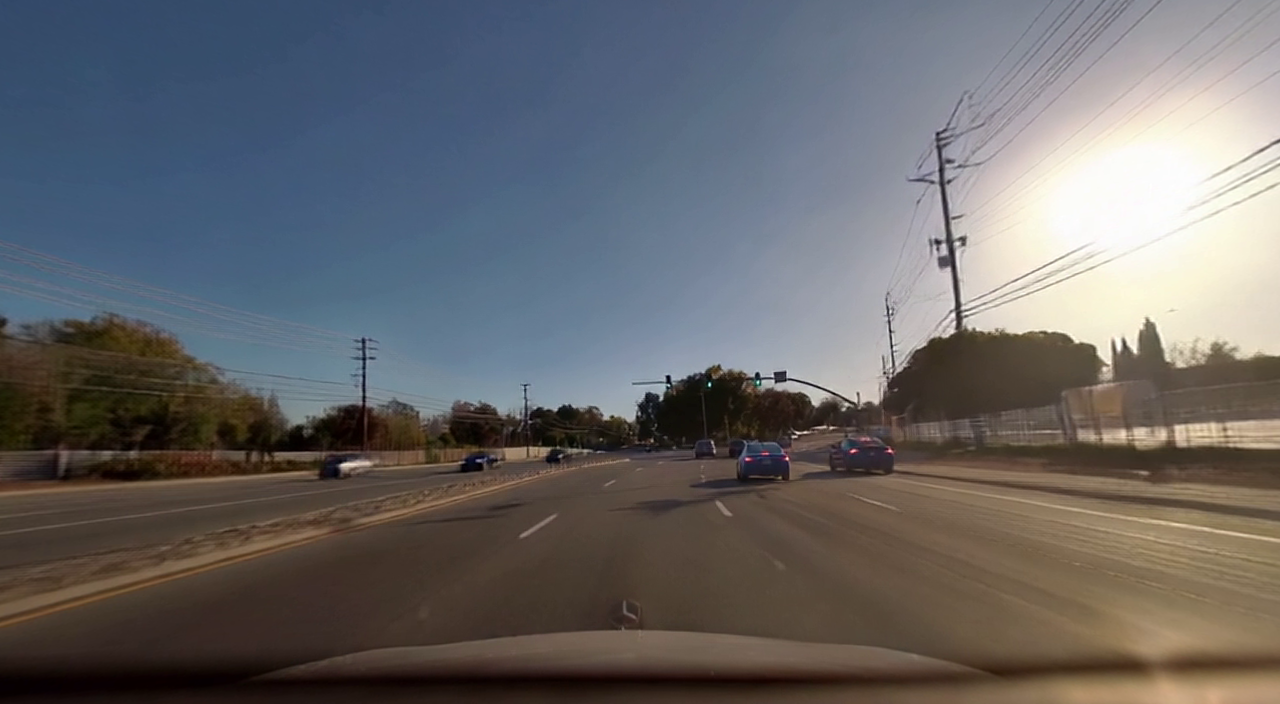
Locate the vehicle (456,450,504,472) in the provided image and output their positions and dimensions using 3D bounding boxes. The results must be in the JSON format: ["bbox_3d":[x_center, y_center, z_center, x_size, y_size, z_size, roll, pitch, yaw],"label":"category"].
[{"bbox_3d":[-11.816,8.042,46.960,1.847,1.478,4.746,-1,-9,7],"label":"vehicle"}]

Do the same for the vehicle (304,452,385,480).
[{"bbox_3d":[-16.809,6.493,36.289,1.959,1.484,4.672,-1,-9,7],"label":"vehicle"}]

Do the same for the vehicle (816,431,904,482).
[{"bbox_3d":[8.361,4.009,24.476,2.029,1.795,4.371,-1,-9,3],"label":"vehicle"}]

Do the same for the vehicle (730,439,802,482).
[{"bbox_3d":[4.694,4.111,24.231,2.035,1.460,4.392,-1,-8,3],"label":"vehicle"}]
